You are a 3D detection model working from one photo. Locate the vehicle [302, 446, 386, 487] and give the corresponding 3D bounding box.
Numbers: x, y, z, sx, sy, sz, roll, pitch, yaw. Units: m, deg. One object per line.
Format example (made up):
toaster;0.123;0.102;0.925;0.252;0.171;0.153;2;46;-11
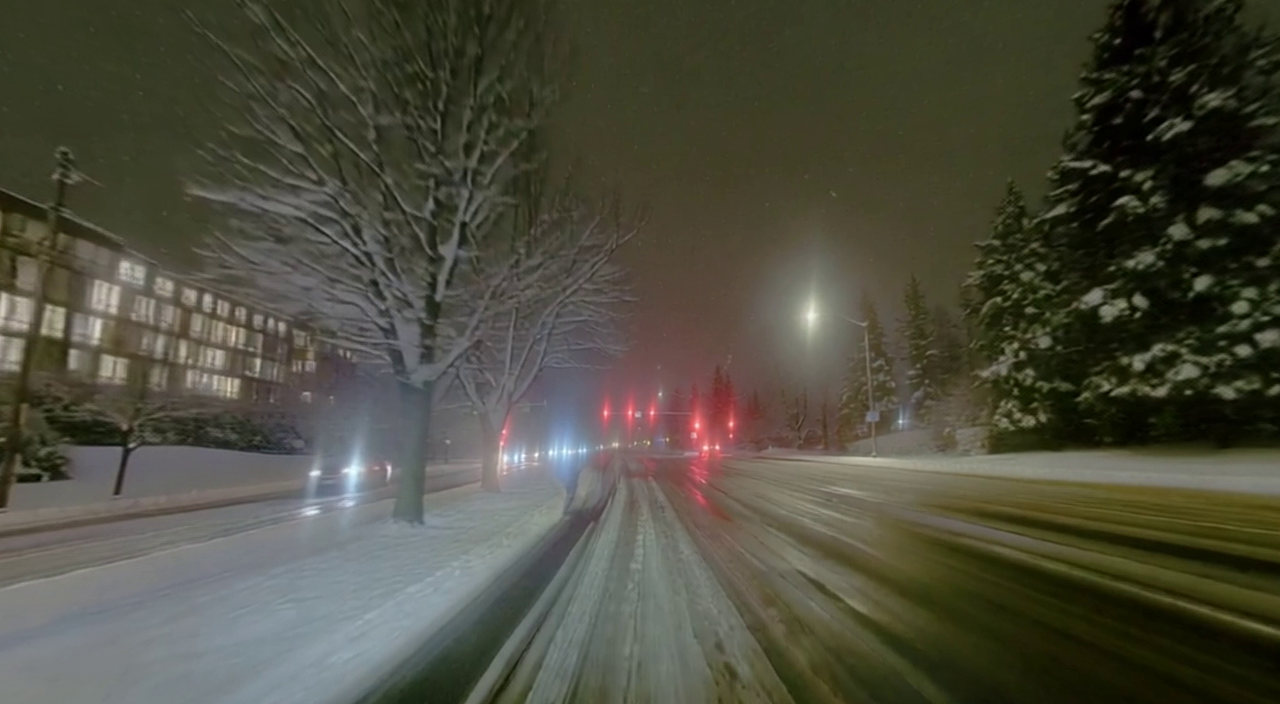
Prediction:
vehicle;-14.710;5.704;31.777;2.038;1.857;5.078;0;-9;-4
